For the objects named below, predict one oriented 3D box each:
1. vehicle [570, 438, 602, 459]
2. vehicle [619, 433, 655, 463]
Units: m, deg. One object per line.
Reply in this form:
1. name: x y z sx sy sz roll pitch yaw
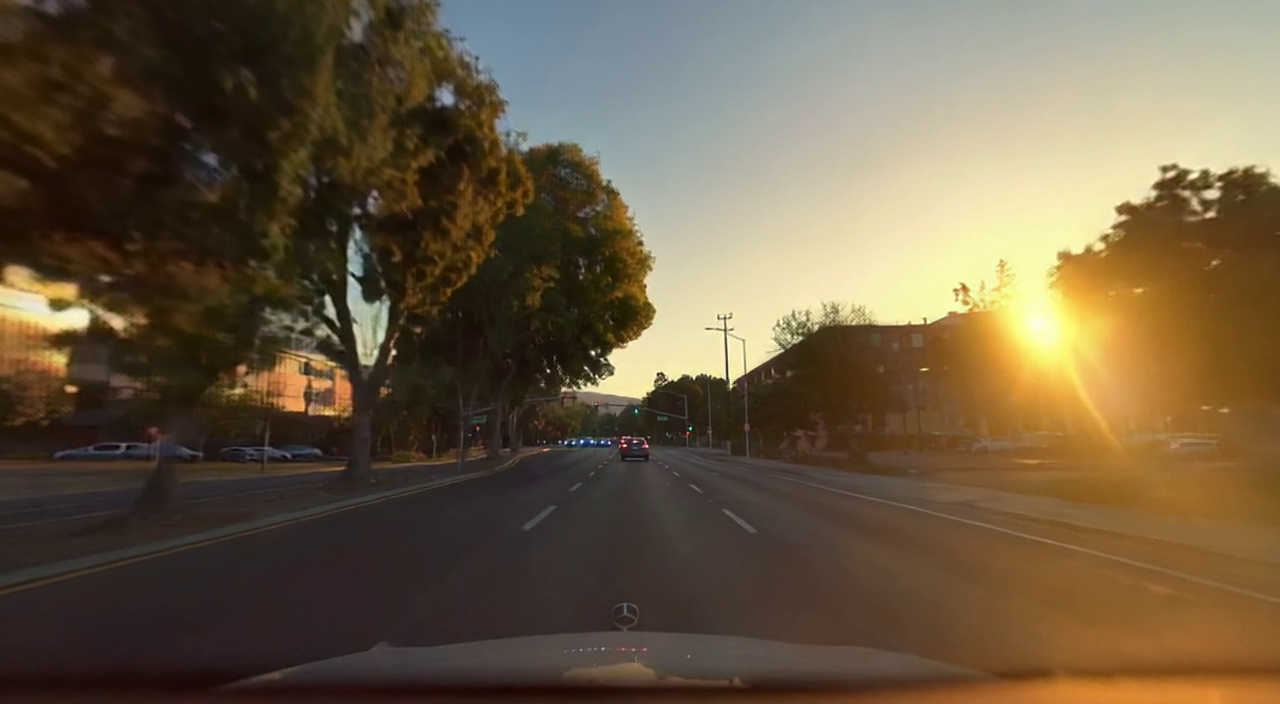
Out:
1. vehicle: -4.041 7.327 48.060 2.075 1.474 4.367 0 -8 0
2. vehicle: -0.231 6.122 40.336 2.188 1.782 3.982 0 -8 -1
